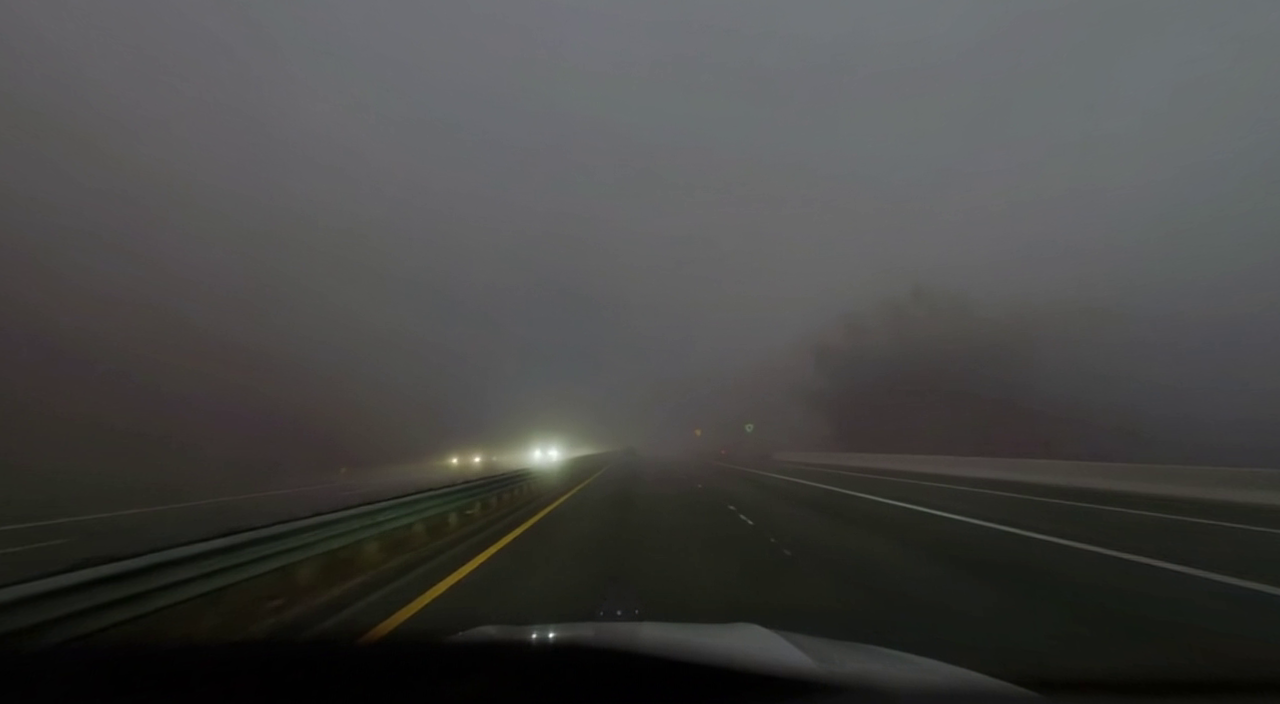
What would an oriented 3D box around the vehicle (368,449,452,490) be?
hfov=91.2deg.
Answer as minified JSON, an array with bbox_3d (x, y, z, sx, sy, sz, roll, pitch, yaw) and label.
[{"bbox_3d":[-9.771,5.016,27.058,1.967,1.569,4.519,0,-9,-1],"label":"vehicle"}]

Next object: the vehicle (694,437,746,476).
[{"bbox_3d":[3.536,4.675,28.287,1.972,1.614,4.025,-1,-9,2],"label":"vehicle"}]
